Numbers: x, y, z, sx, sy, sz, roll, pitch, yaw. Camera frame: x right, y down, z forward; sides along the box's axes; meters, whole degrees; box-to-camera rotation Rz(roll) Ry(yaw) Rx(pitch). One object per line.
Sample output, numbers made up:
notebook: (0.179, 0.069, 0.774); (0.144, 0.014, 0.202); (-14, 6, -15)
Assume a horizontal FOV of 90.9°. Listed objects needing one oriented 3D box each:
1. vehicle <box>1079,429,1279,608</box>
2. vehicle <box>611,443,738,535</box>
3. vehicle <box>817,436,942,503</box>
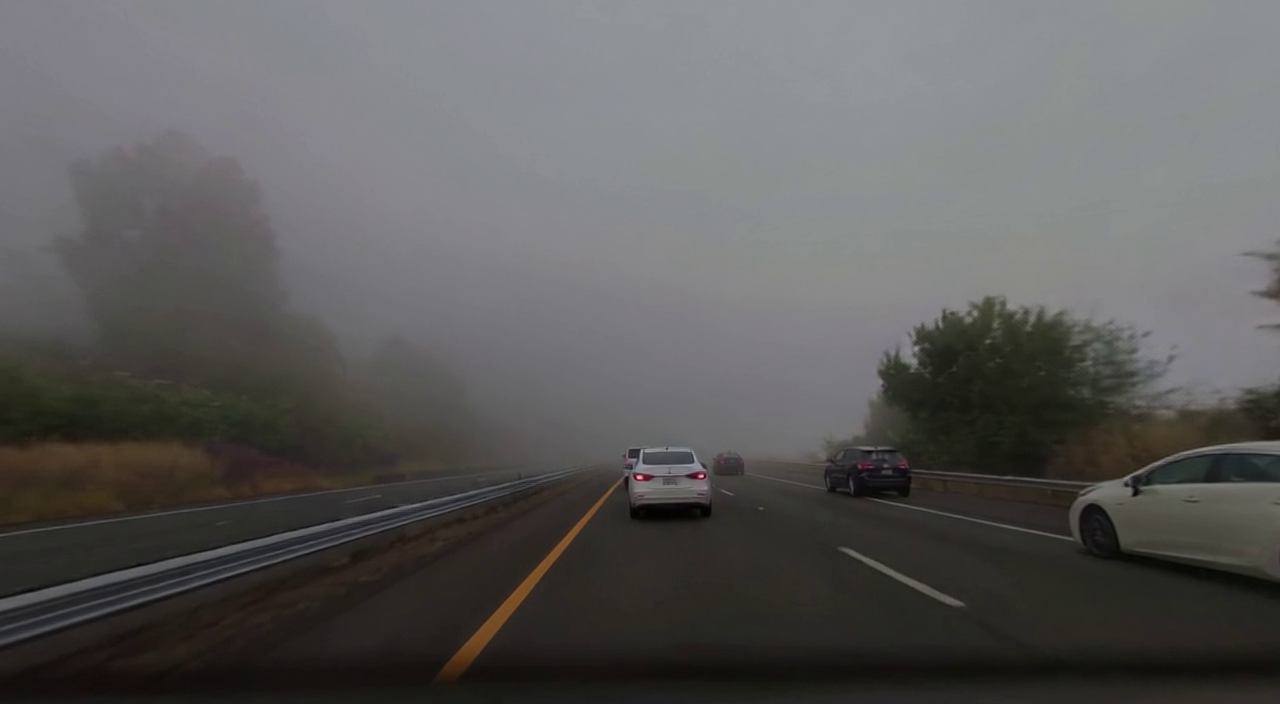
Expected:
vehicle: (6.361, 1.443, 5.594); (1.965, 1.484, 4.090); (0, -9, 0)
vehicle: (0.565, 2.554, 12.308); (2.076, 1.485, 3.774); (0, -9, 0)
vehicle: (6.804, 3.369, 18.469); (1.980, 1.702, 4.235); (0, -9, 0)
